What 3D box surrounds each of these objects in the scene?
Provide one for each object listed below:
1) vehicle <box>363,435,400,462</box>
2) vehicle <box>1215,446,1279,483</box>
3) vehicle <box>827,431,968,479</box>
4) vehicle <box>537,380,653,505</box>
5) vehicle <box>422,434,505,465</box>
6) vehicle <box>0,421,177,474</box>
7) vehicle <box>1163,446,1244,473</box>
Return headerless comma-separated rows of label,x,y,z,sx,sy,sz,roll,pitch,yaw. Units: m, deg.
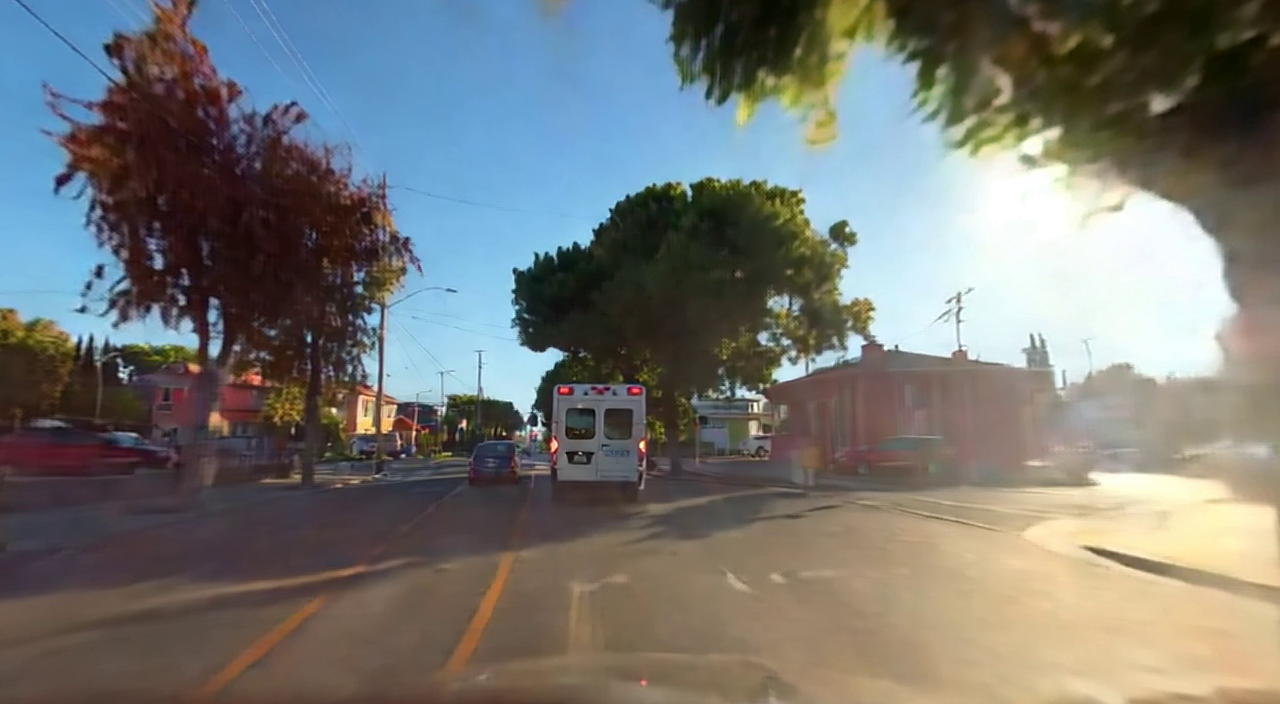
vehicle,-18.491,6.877,45.128,2.290,1.776,4.947,3,-9,-23
vehicle,29.966,5.268,29.851,1.899,1.635,4.603,-2,-8,12
vehicle,11.268,4.553,28.057,5.270,1.966,2.329,-1,-8,7
vehicle,-1.105,2.313,16.245,2.444,2.640,5.482,0,-8,-3
vehicle,-11.011,6.071,39.462,4.502,1.810,2.056,-3,-9,16
vehicle,-19.999,3.318,21.709,5.910,1.681,2.579,1,-11,-8
vehicle,36.850,7.033,41.452,2.114,1.588,3.888,-4,-9,11
